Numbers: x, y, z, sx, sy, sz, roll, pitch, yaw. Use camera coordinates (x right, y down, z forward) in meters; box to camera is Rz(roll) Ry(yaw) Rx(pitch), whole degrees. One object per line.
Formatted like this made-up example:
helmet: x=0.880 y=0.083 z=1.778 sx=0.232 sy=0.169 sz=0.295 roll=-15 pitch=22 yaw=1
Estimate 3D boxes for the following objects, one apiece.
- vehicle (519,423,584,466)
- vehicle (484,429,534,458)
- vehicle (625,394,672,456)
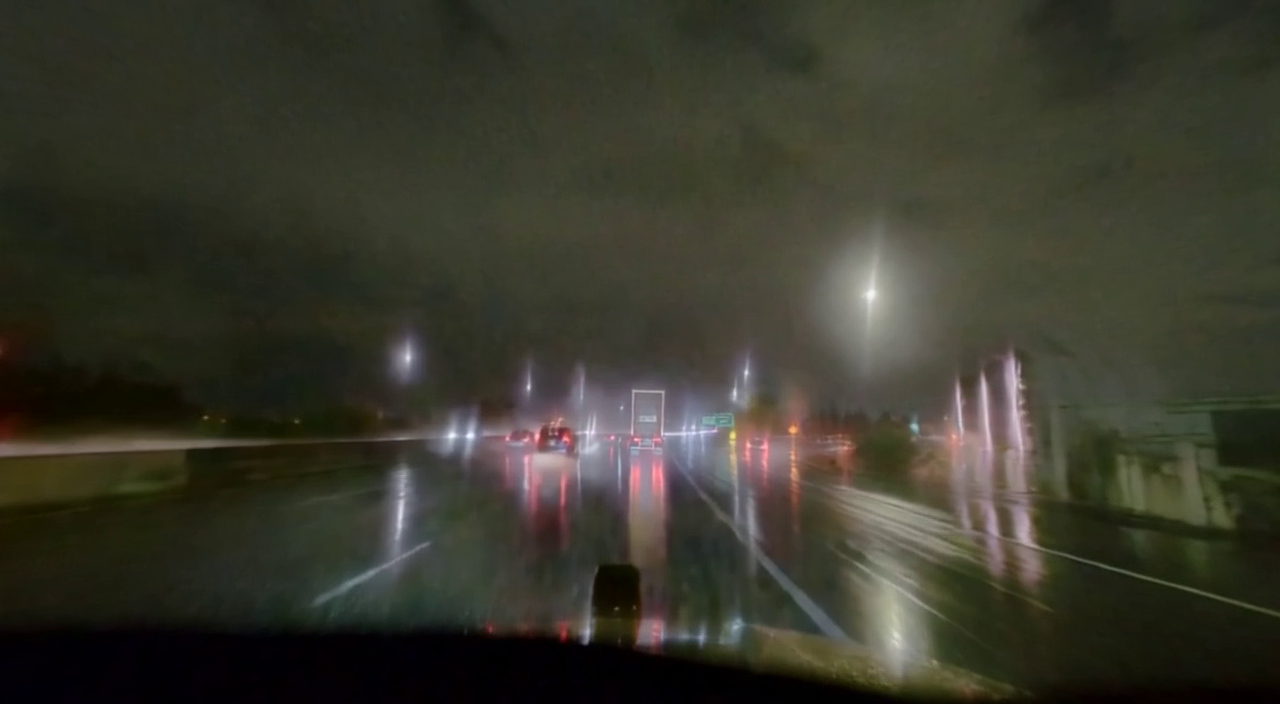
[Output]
vehicle: x=-3.874 y=4.160 z=28.435 sx=2.119 sy=1.787 sz=4.655 roll=0 pitch=-8 yaw=2
vehicle: x=-7.286 y=5.118 z=35.307 sx=1.845 sy=1.493 sz=3.799 roll=0 pitch=-8 yaw=2
vehicle: x=0.621 y=5.483 z=46.189 sx=3.024 sy=4.019 sz=10.605 roll=0 pitch=-8 yaw=1
